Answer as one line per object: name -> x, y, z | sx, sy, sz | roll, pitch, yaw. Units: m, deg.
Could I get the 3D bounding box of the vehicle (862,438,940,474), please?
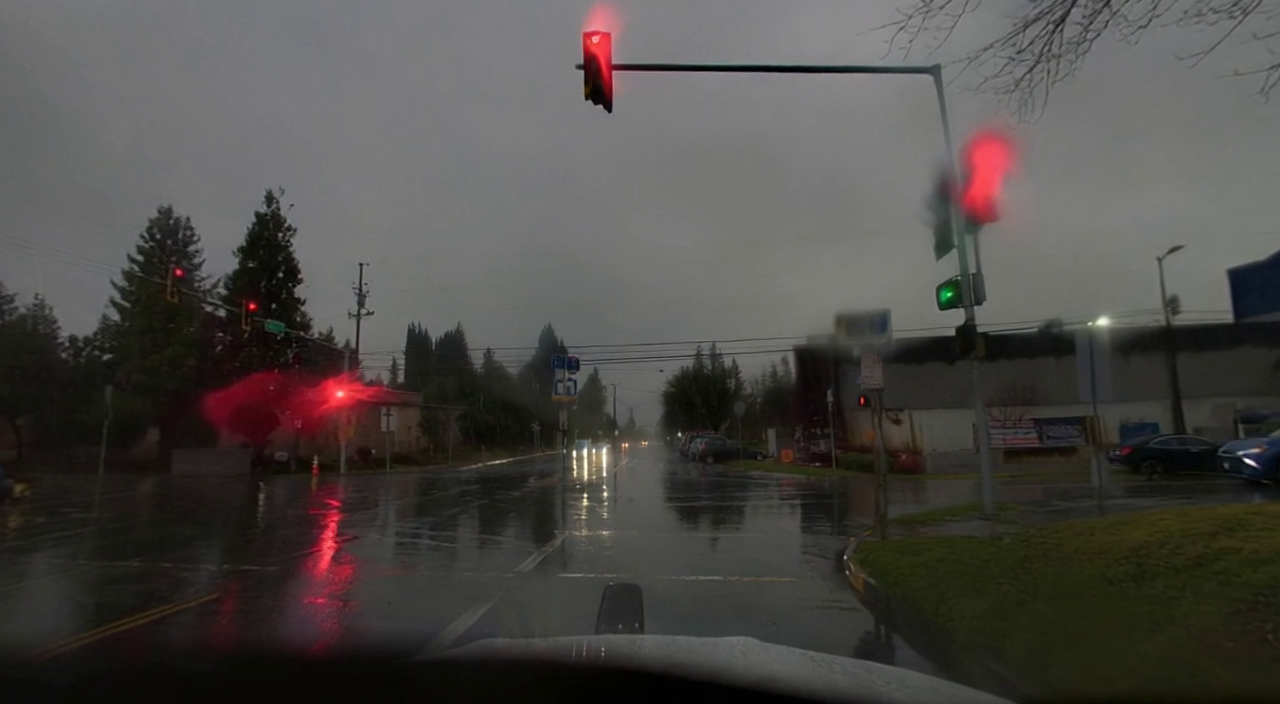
vehicle -> 12.398, 5.036, 30.252 | 1.922, 1.529, 3.964 | 0, -12, -1

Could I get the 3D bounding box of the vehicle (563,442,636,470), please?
vehicle -> -2.438, 6.151, 37.554 | 3.991, 1.526, 1.868 | -4, -9, 30

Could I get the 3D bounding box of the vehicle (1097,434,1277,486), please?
vehicle -> 16.803, 3.321, 19.511 | 3.876, 1.512, 1.784 | 0, -8, -1

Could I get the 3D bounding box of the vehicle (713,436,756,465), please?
vehicle -> 6.912, 7.175, 46.196 | 1.491, 2.041, 2.964 | 6, -9, -33
